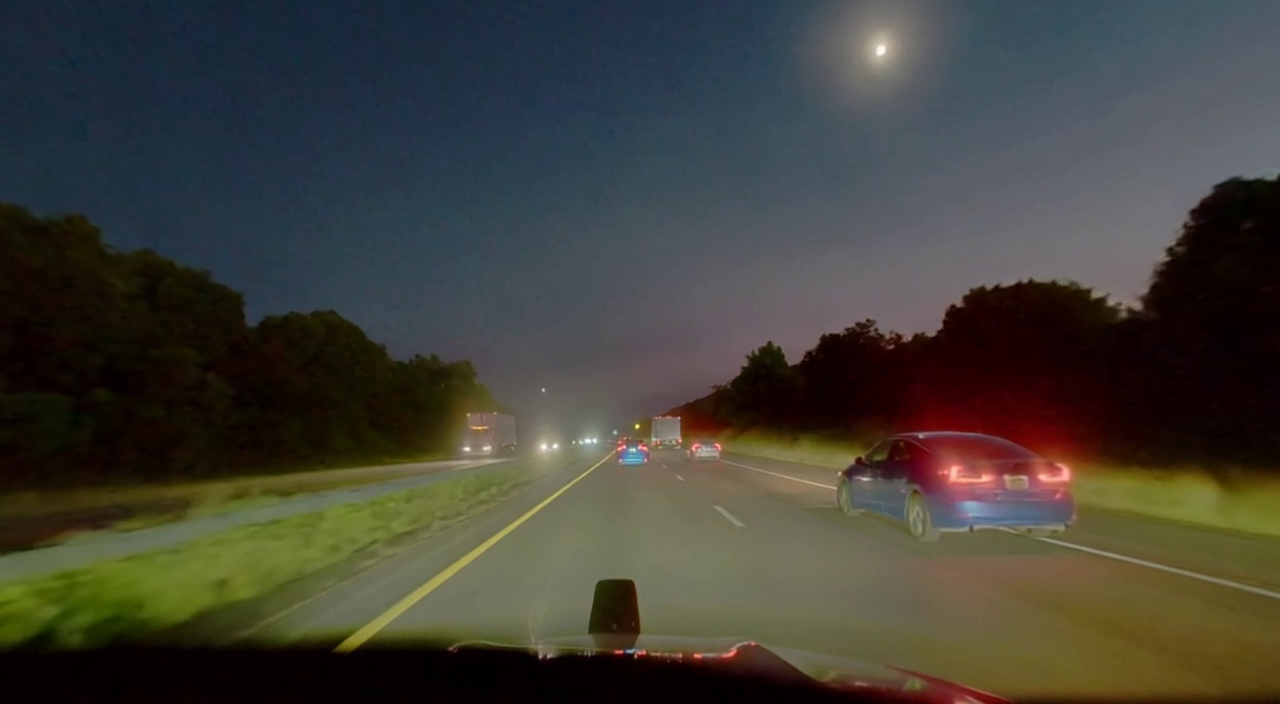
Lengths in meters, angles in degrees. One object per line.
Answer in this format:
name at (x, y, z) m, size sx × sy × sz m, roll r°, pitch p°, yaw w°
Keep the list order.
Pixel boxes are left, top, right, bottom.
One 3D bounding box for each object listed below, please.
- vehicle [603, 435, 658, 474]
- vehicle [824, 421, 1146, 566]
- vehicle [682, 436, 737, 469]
vehicle at (-0.412, 4.238, 26.386) m, size 2.143 × 1.466 × 3.693 m, roll 0°, pitch -7°, yaw -2°
vehicle at (4.333, 1.795, 8.919) m, size 2.066 × 1.526 × 4.216 m, roll 0°, pitch -8°, yaw -2°
vehicle at (3.307, 4.835, 30.806) m, size 2.004 × 1.469 × 4.472 m, roll 0°, pitch -8°, yaw -2°
